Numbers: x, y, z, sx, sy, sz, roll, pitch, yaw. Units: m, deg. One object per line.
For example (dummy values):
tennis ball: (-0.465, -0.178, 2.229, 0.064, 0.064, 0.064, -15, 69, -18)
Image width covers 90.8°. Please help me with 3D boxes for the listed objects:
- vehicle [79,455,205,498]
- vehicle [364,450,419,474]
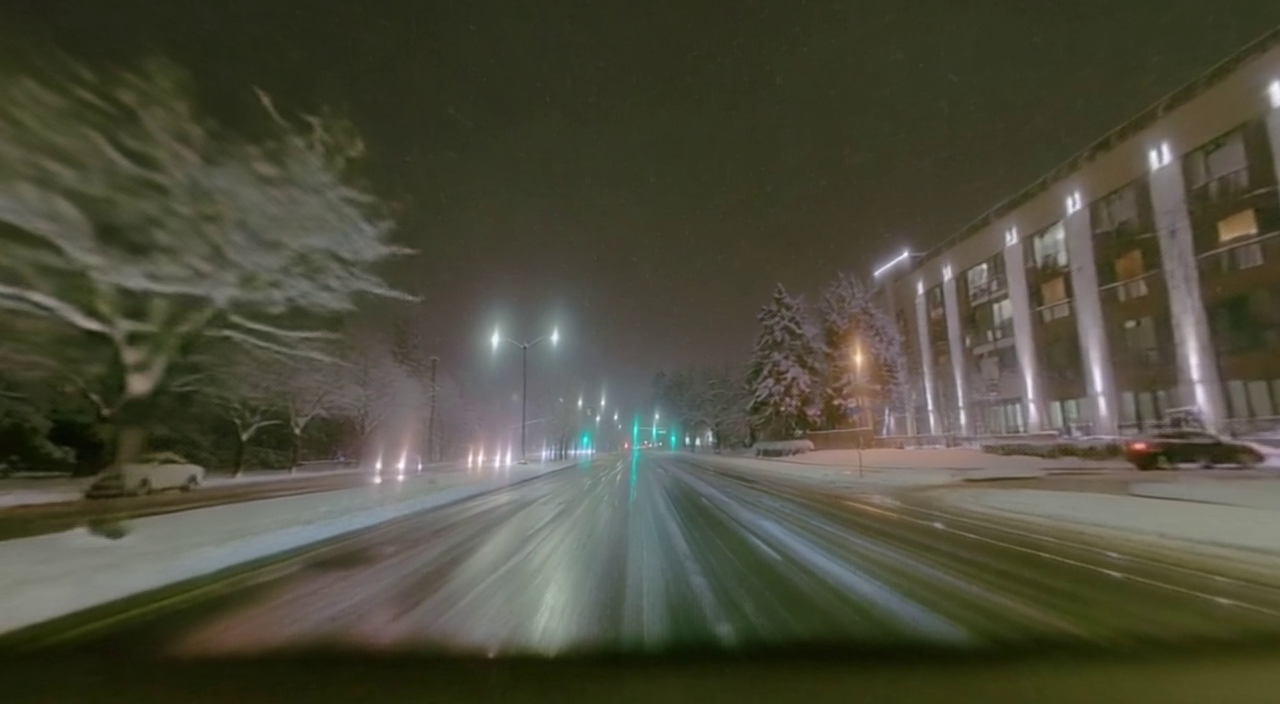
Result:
vehicle: (-22.319, 5.556, 28.601, 1.990, 1.650, 4.617, 0, -8, -1)
vehicle: (-16.899, 7.482, 43.225, 1.877, 1.525, 4.312, -1, -8, 3)
